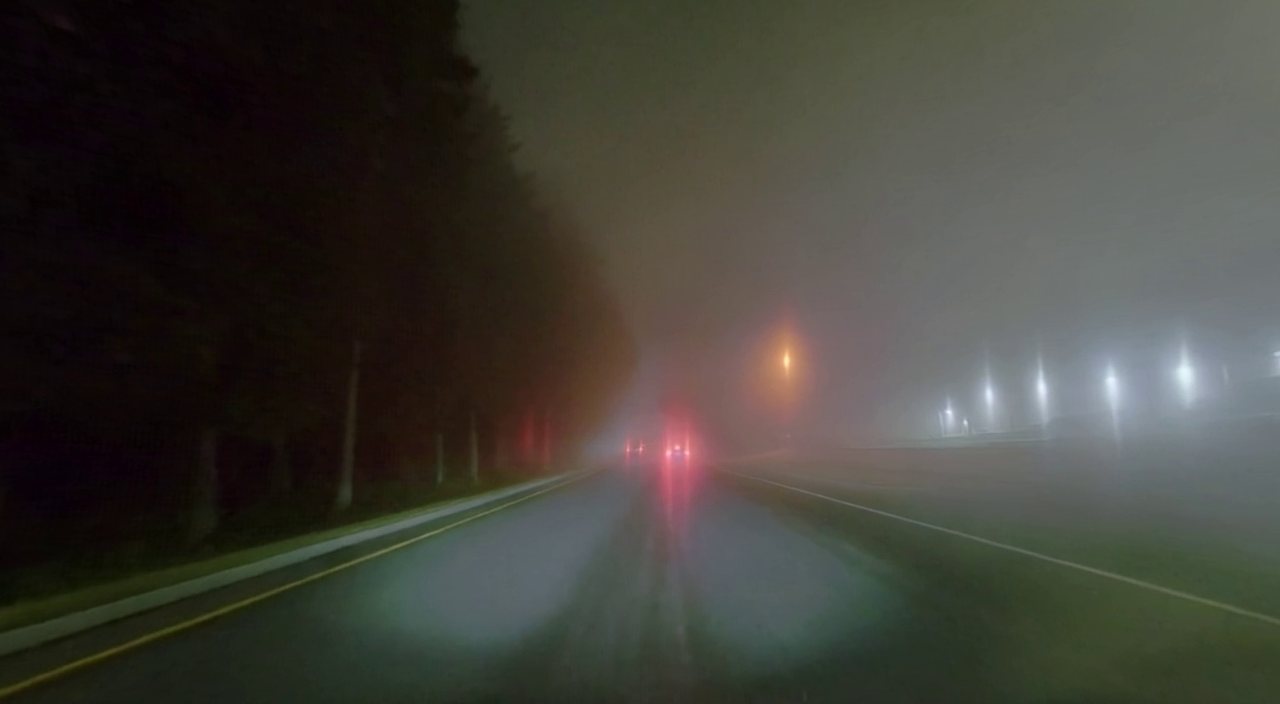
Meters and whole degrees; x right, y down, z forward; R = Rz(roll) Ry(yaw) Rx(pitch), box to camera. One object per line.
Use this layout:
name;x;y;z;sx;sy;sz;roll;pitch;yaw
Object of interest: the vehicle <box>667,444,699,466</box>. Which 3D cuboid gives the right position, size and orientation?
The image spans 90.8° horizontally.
vehicle;3.036;7.448;45.664;1.925;1.488;4.271;0;-8;-1
